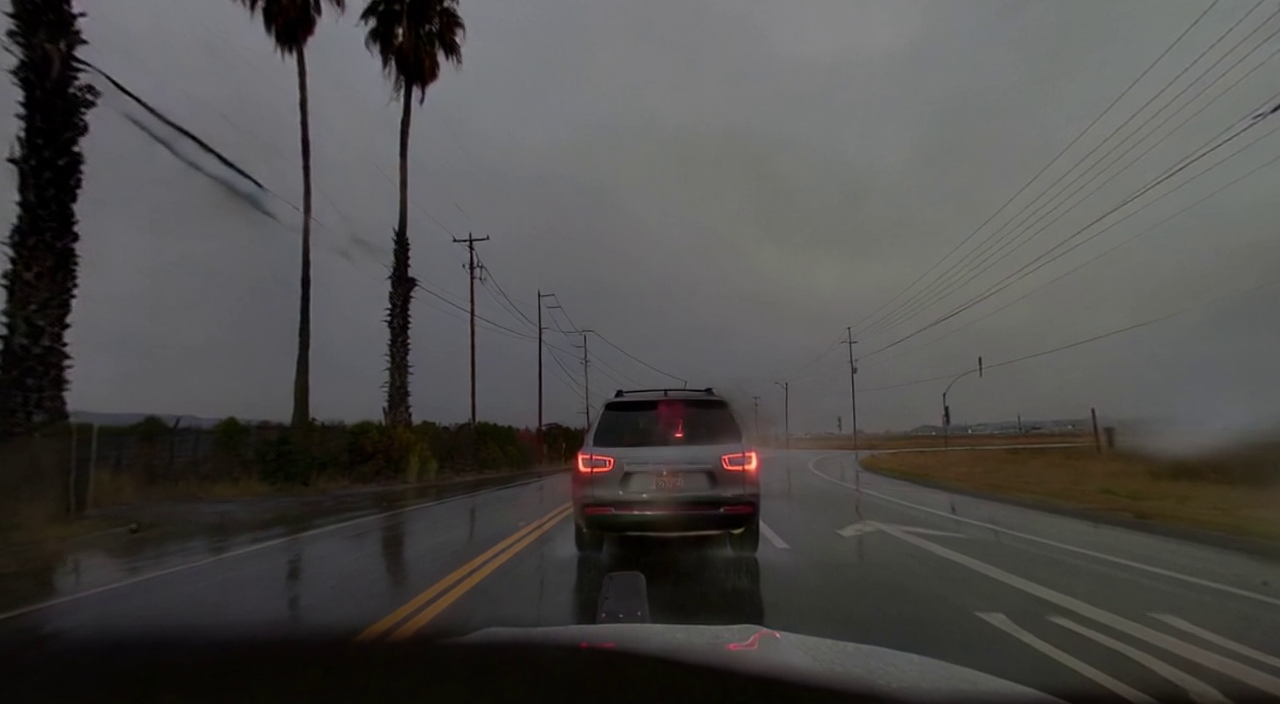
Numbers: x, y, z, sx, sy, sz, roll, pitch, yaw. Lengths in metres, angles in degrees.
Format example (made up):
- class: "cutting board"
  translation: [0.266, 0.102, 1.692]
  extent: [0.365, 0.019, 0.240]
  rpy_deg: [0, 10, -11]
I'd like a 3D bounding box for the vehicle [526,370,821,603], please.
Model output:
- class: "vehicle"
  translation: [0.191, 1.412, 7.431]
  extent: [2.364, 1.859, 4.538]
  rpy_deg: [0, -9, -2]
